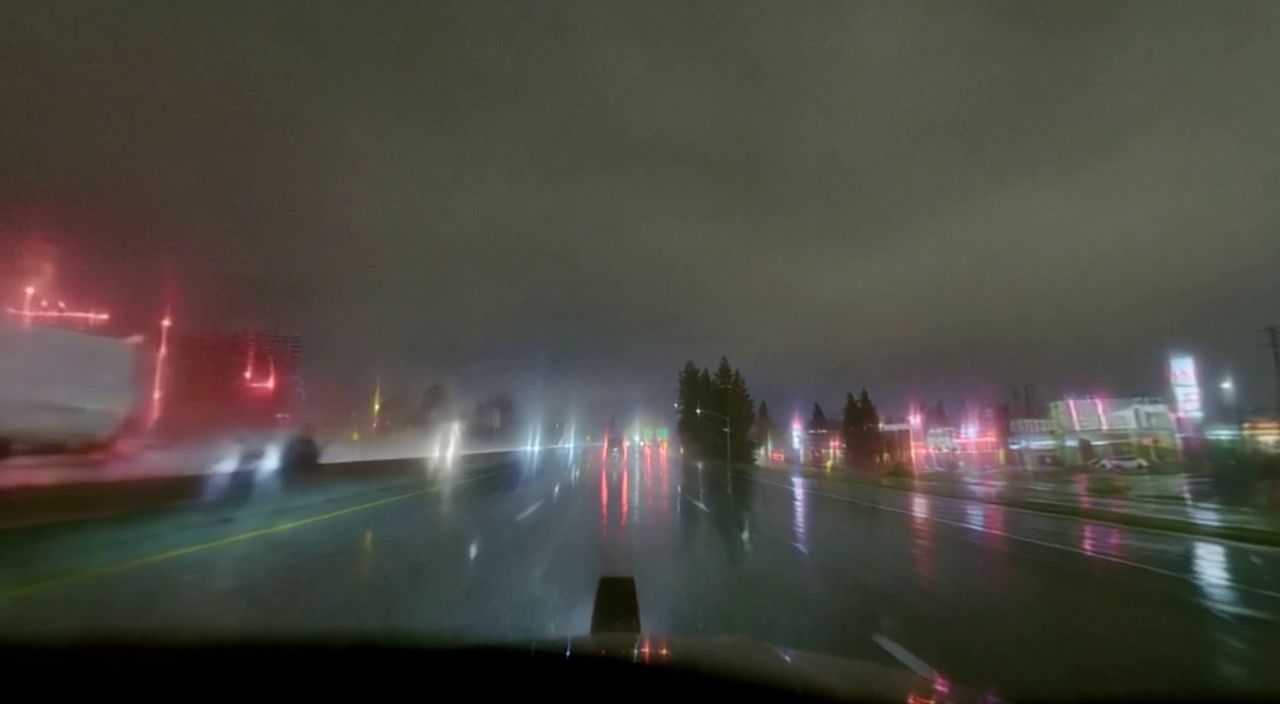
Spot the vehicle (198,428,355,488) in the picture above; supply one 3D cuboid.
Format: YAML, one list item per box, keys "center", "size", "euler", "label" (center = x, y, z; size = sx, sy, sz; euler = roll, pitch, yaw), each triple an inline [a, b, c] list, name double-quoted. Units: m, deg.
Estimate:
- center: [-11.390, 3.368, 20.352]
  size: [2.084, 1.683, 5.021]
  euler: [0, -8, 0]
  label: "vehicle"

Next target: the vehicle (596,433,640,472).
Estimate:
- center: [-1.138, 5.281, 33.306]
  size: [2.155, 1.856, 4.796]
  euler: [0, -8, -1]
  label: "vehicle"

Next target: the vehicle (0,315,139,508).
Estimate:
- center: [-15.309, 0.629, 9.256]
  size: [2.879, 4.182, 16.554]
  euler: [0, -8, -2]
  label: "vehicle"
